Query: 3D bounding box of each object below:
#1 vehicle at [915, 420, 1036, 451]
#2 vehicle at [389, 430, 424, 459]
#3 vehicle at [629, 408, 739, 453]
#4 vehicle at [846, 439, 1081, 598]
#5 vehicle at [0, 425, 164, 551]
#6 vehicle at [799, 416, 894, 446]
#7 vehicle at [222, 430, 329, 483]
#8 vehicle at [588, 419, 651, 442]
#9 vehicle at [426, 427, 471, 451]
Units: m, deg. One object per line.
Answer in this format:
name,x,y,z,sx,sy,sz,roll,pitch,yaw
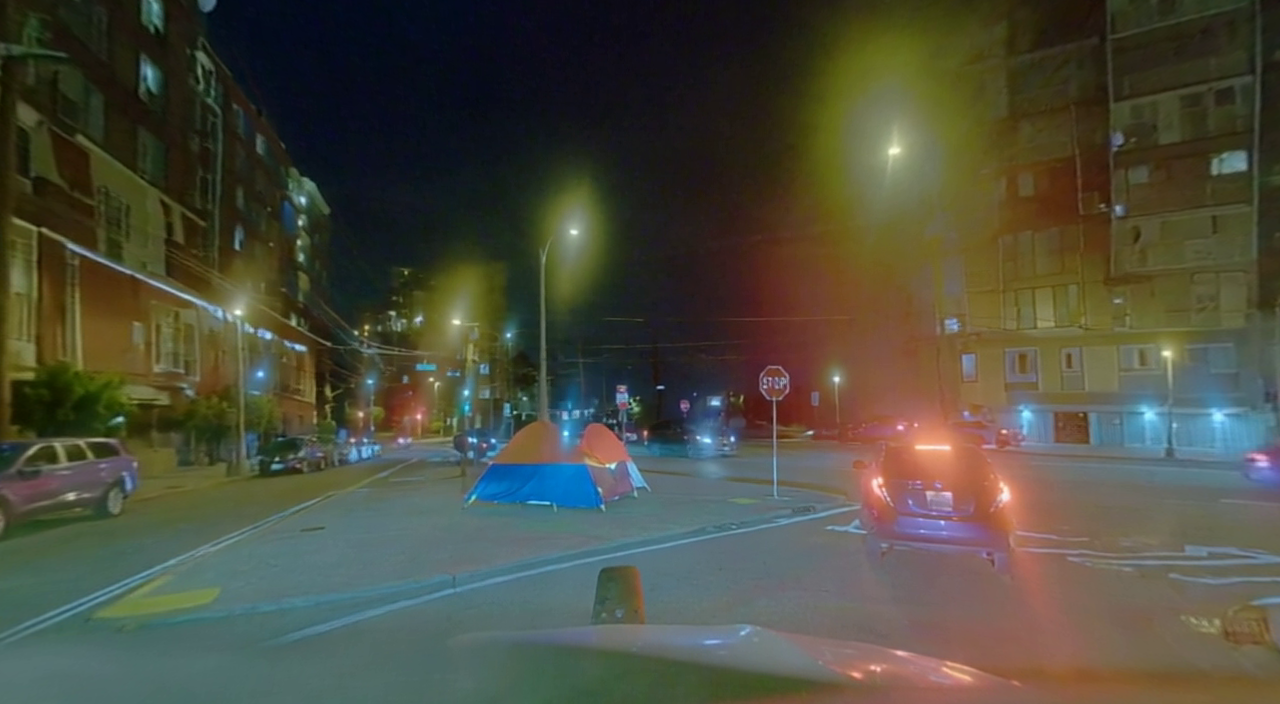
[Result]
vehicle,16.401,4.151,31.118,1.824,1.414,4.820,7,-11,-39
vehicle,-15.152,6.024,41.138,1.987,1.686,3.971,0,-8,-18
vehicle,2.024,3.896,30.939,2.152,1.970,5.506,5,-10,-38
vehicle,4.709,2.073,8.895,1.945,1.647,4.160,-7,-11,39
vehicle,-10.606,2.208,10.699,1.934,1.798,5.317,2,-9,-13
vehicle,10.770,4.216,33.259,1.790,1.468,4.422,7,-11,-39
vehicle,-14.006,4.034,24.682,2.054,1.800,5.212,1,-9,-12
vehicle,-1.468,5.495,43.938,2.089,1.506,4.641,6,-10,-36
vehicle,-14.646,6.666,48.218,1.870,1.724,4.320,6,-10,-36
